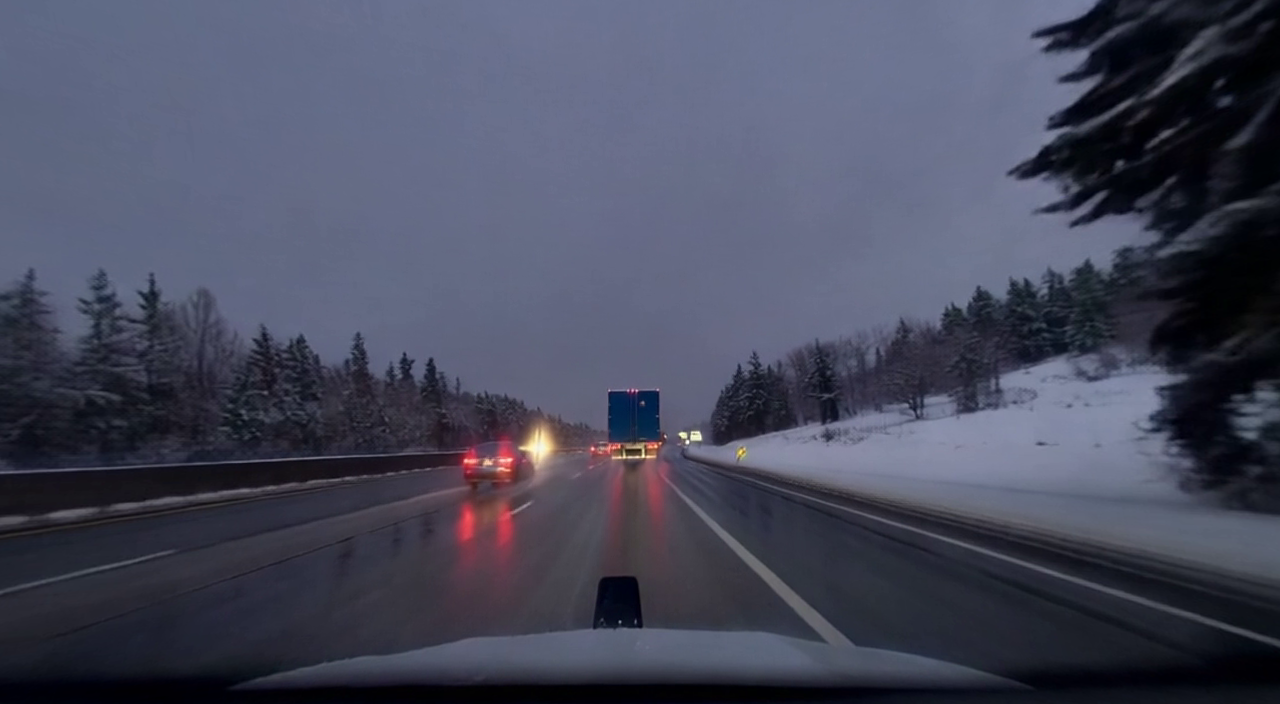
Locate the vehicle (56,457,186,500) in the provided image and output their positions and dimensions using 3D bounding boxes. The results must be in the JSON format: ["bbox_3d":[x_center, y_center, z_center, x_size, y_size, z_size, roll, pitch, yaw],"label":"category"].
[{"bbox_3d":[-20.626,5.019,25.153,1.822,1.486,3.965,0,-9,0],"label":"vehicle"}]

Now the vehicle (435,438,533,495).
[{"bbox_3d":[-4.442,3.320,18.506,1.895,1.500,3.808,0,-9,0],"label":"vehicle"}]

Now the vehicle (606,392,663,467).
[{"bbox_3d":[-0.341,5.117,40.226,3.123,4.094,10.812,0,-9,0],"label":"vehicle"}]

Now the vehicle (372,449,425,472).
[{"bbox_3d":[-17.308,7.746,45.144,1.958,1.524,4.592,0,-9,1],"label":"vehicle"}]
